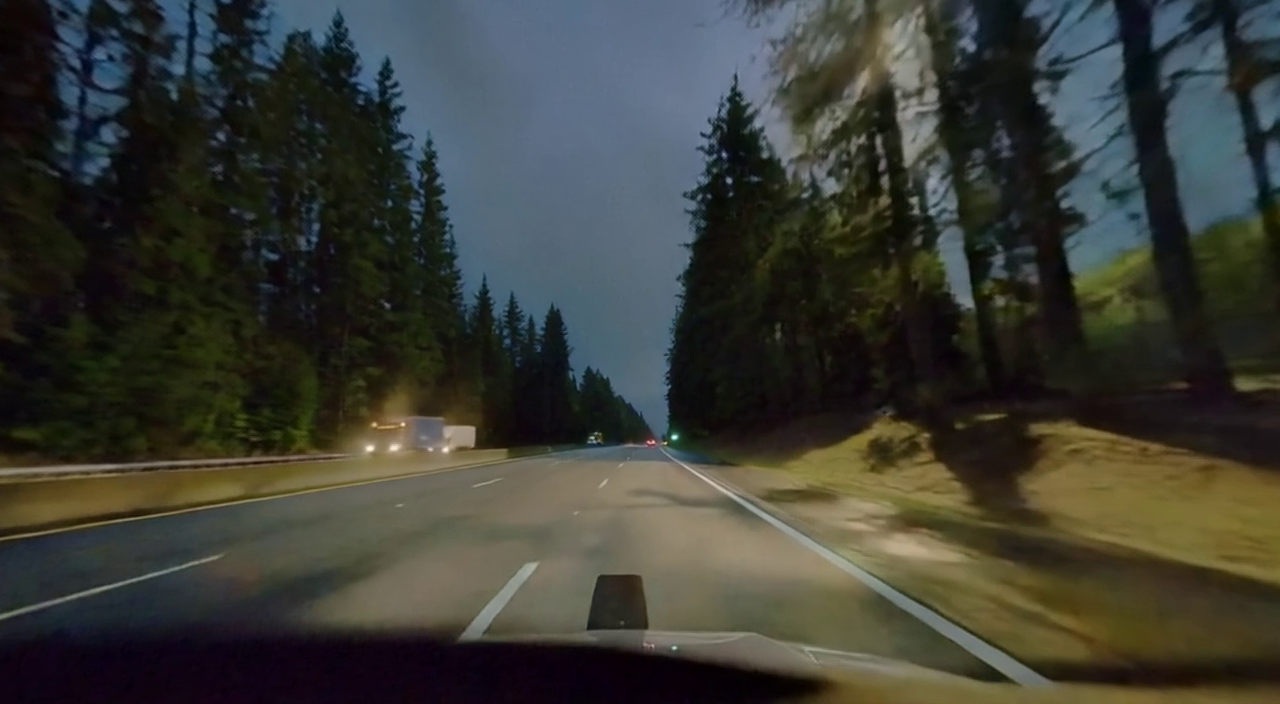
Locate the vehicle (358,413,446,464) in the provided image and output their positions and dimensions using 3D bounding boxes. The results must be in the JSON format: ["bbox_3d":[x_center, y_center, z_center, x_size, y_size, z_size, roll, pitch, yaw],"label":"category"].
[{"bbox_3d":[-16.924,6.307,45.739,2.750,3.286,8.975,0,-8,1],"label":"vehicle"}]
